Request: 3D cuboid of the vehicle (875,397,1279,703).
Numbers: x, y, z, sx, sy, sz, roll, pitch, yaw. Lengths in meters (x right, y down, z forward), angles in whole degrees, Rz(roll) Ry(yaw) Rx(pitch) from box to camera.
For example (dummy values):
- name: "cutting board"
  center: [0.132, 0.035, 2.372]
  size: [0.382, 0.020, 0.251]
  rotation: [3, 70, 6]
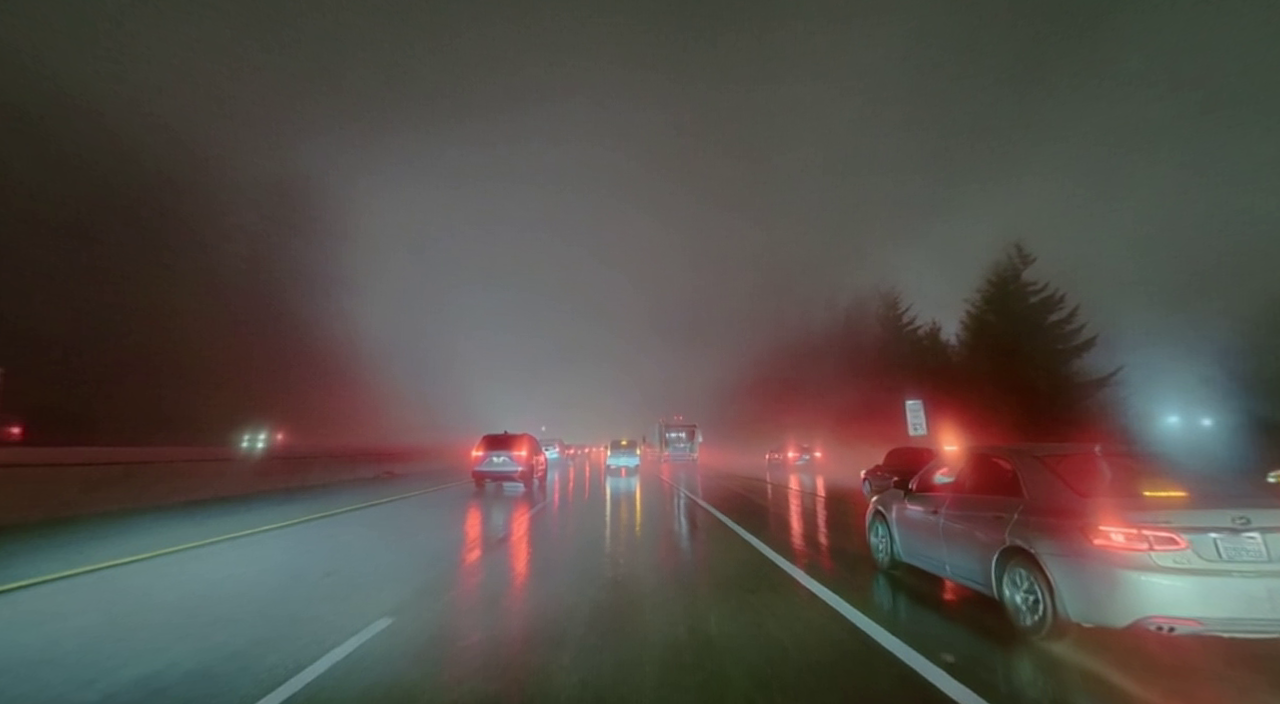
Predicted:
- name: "vehicle"
  center: [3.092, 1.100, 3.286]
  size: [2.031, 1.504, 4.327]
  rotation: [0, -9, 0]

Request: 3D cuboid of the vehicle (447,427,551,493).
- name: "vehicle"
  center: [-4.176, 3.298, 19.550]
  size: [2.176, 1.783, 4.799]
  rotation: [0, -9, -1]

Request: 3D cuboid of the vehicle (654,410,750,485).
- name: "vehicle"
  center: [2.870, 5.129, 34.124]
  size: [3.426, 3.279, 12.313]
  rotation: [1, -8, -3]

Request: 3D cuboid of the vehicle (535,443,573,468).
- name: "vehicle"
  center: [-5.306, 6.420, 39.287]
  size: [1.907, 1.484, 3.954]
  rotation: [1, -9, -1]

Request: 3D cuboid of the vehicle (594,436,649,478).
- name: "vehicle"
  center: [-0.793, 4.597, 27.860]
  size: [2.235, 1.682, 4.094]
  rotation: [0, -9, -1]
